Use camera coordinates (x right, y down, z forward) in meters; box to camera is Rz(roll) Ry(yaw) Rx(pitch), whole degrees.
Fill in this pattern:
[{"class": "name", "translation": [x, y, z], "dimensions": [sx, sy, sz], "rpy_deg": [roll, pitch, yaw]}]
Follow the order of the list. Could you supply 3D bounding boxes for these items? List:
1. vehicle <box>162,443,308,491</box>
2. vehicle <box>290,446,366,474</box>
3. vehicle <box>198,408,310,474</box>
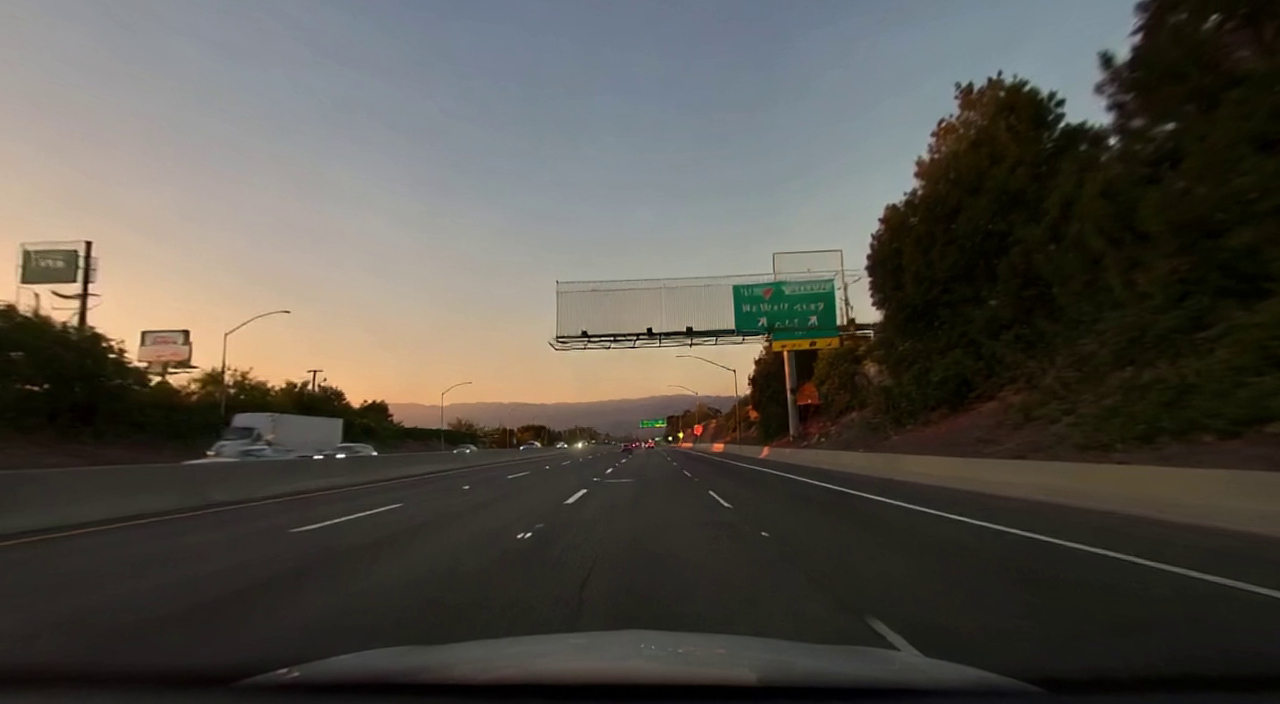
[{"class": "vehicle", "translation": [-13.742, 3.903, 21.797], "dimensions": [1.896, 1.451, 4.569], "rpy_deg": [-1, -8, 2]}, {"class": "vehicle", "translation": [-17.512, 6.057, 35.679], "dimensions": [1.860, 1.452, 4.723], "rpy_deg": [0, -8, 0]}, {"class": "vehicle", "translation": [-24.803, 5.786, 41.003], "dimensions": [2.990, 3.937, 6.402], "rpy_deg": [0, -8, 1]}]
